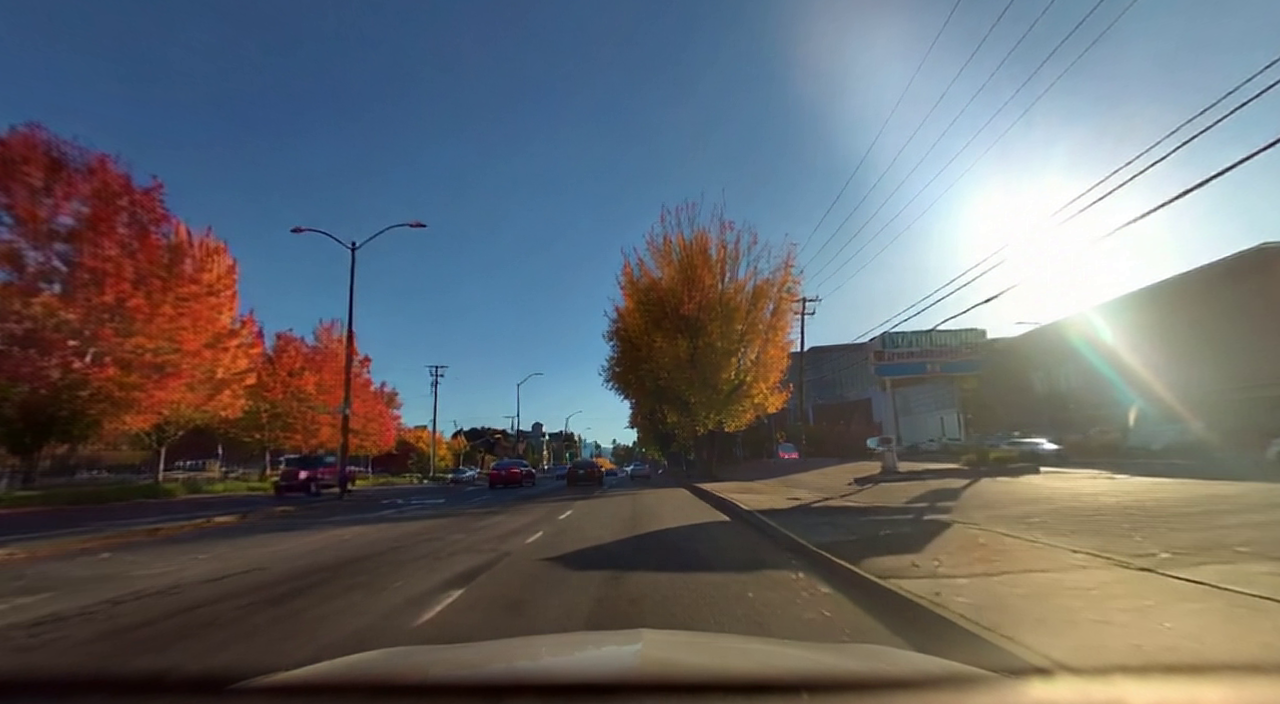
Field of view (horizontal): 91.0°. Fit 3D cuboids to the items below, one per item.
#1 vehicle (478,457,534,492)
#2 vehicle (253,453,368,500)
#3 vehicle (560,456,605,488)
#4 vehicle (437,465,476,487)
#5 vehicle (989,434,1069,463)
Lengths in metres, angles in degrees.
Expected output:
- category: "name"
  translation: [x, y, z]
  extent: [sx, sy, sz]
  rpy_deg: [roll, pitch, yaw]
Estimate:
- category: "vehicle"
  translation: [-7.036, 6.450, 33.445]
  extent: [1.932, 1.596, 4.247]
  rpy_deg: [0, -9, 1]
- category: "vehicle"
  translation: [-15.570, 5.875, 30.294]
  extent: [2.276, 1.956, 5.850]
  rpy_deg: [0, -9, 1]
- category: "vehicle"
  translation: [-3.271, 6.950, 36.730]
  extent: [2.085, 1.663, 4.513]
  rpy_deg: [0, -9, 2]
- category: "vehicle"
  translation: [-14.259, 9.629, 49.223]
  extent: [1.909, 1.502, 4.355]
  rpy_deg: [1, -9, -3]
- category: "vehicle"
  translation: [22.109, 5.544, 36.058]
  extent: [1.884, 1.532, 4.745]
  rpy_deg: [0, -9, 5]
